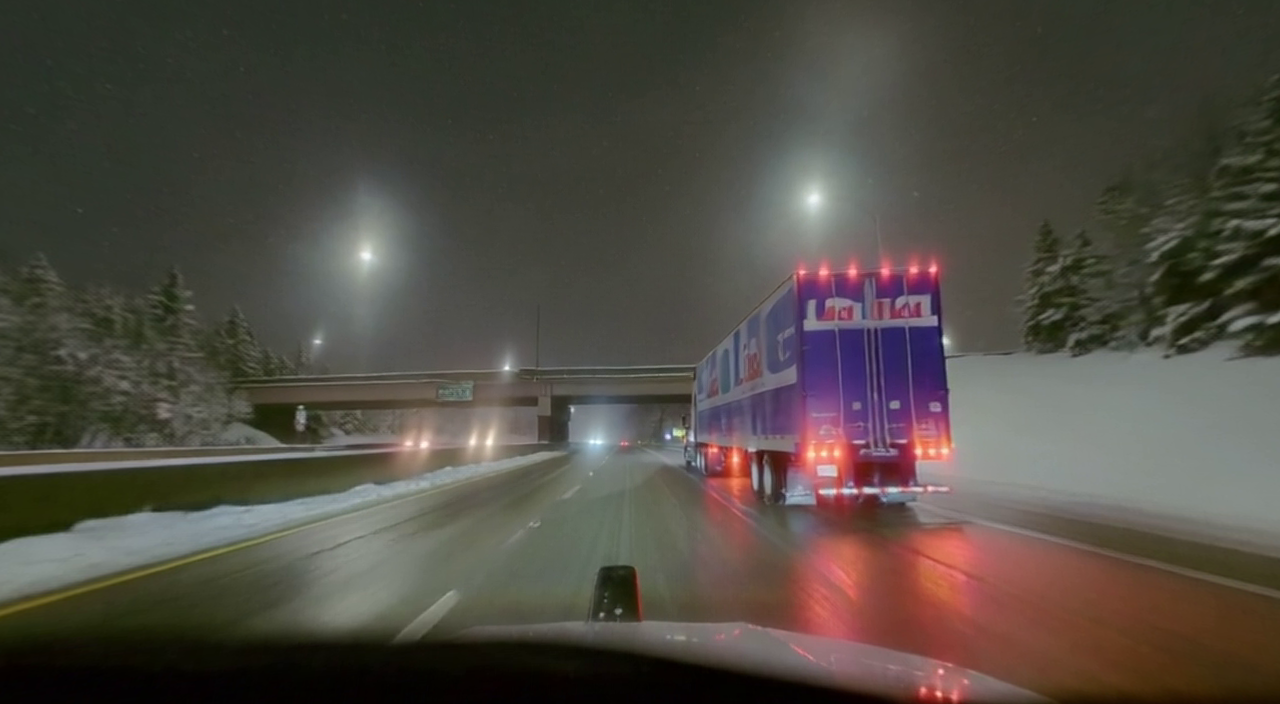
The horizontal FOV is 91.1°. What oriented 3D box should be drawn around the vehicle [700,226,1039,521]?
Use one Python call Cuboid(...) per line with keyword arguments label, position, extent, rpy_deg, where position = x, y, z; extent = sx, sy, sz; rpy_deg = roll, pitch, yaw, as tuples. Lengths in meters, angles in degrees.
Cuboid(label="vehicle", position=(3.889, 1.222, 16.216), extent=(3.034, 4.194, 14.704), rpy_deg=(0, -8, -1))
